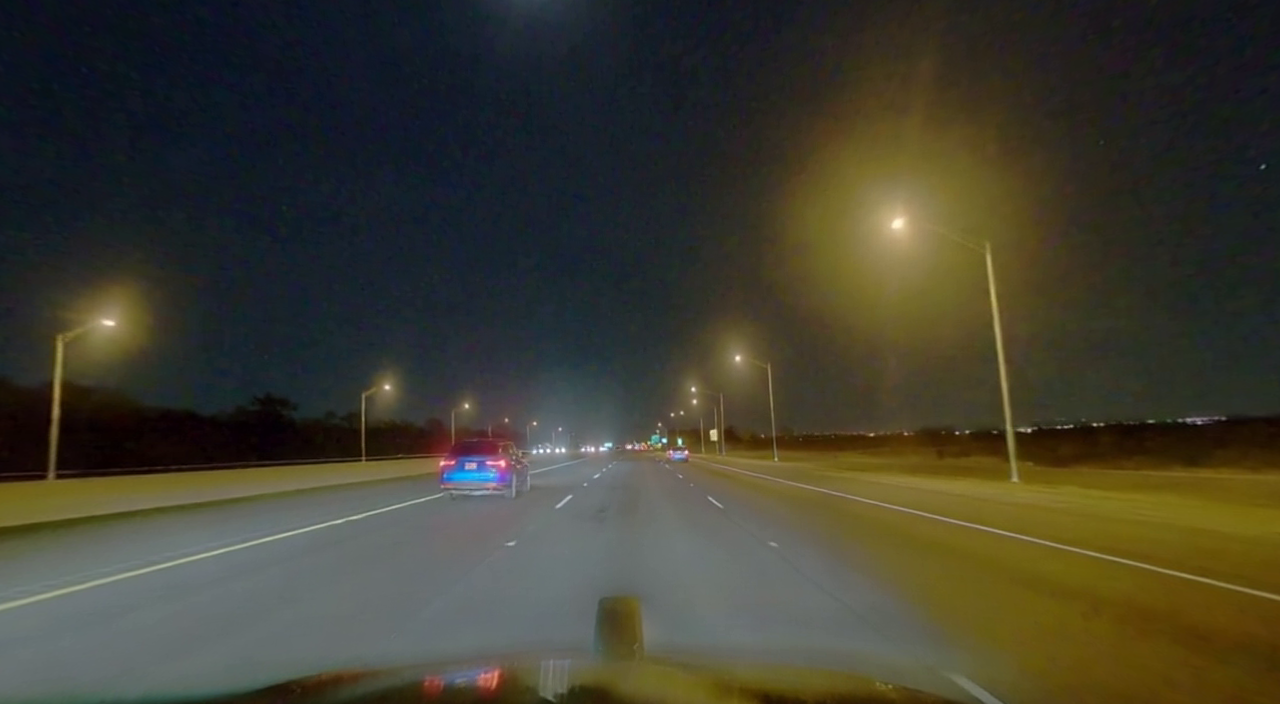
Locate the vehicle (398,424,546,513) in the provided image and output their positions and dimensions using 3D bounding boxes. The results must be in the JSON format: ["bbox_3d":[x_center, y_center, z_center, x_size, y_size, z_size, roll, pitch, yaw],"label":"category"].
[{"bbox_3d":[-3.821,2.770,15.517,2.205,1.773,5.124,0,-9,0],"label":"vehicle"}]
